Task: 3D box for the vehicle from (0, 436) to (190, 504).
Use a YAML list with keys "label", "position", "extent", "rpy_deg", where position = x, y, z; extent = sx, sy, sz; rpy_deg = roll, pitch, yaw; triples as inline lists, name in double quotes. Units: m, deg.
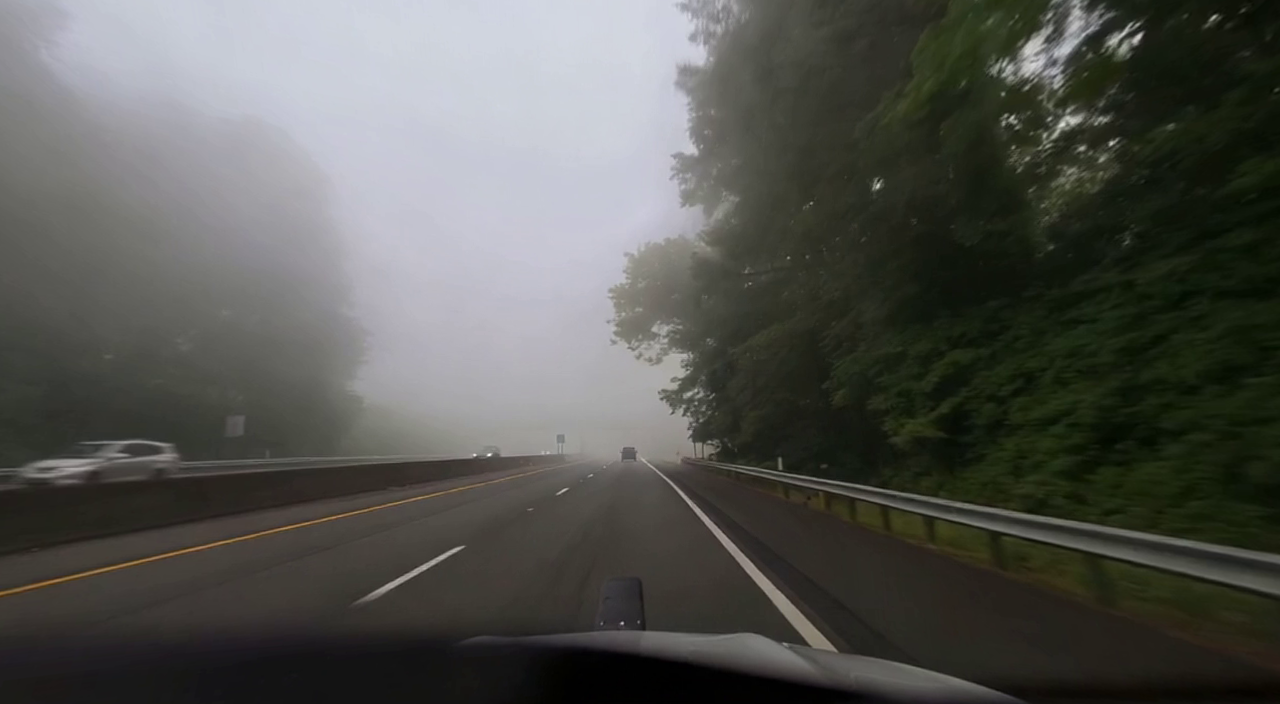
- label: "vehicle"
  position: [-14.213, 3.000, 16.396]
  extent: [1.881, 1.513, 4.207]
  rpy_deg: [0, -9, 0]
